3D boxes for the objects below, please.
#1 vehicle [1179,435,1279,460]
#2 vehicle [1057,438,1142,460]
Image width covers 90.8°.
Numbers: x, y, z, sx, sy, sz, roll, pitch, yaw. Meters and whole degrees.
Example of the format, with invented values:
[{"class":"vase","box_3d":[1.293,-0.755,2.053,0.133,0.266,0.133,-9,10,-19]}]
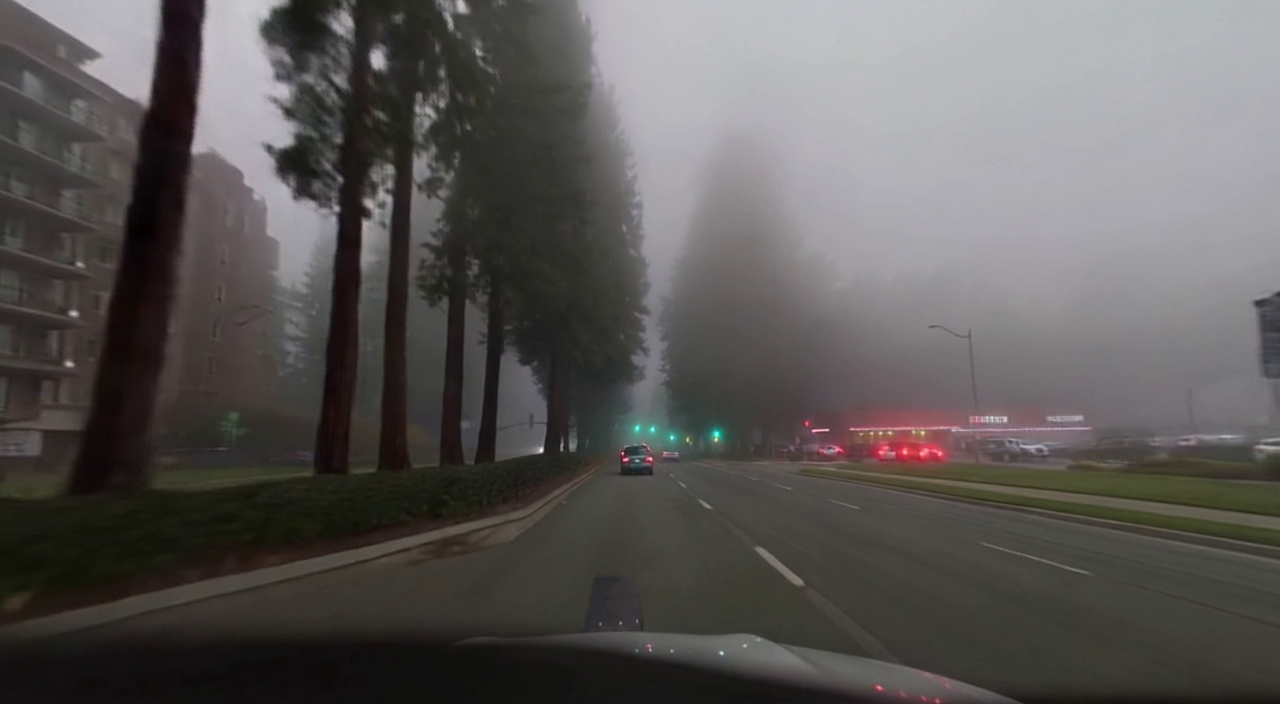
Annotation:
[{"class":"vehicle","box_3d":[40.370,6.526,43.273,1.962,1.620,4.755,5,-9,-29]},{"class":"vehicle","box_3d":[34.742,7.335,47.892,1.853,1.552,4.707,4,-9,-30]}]
